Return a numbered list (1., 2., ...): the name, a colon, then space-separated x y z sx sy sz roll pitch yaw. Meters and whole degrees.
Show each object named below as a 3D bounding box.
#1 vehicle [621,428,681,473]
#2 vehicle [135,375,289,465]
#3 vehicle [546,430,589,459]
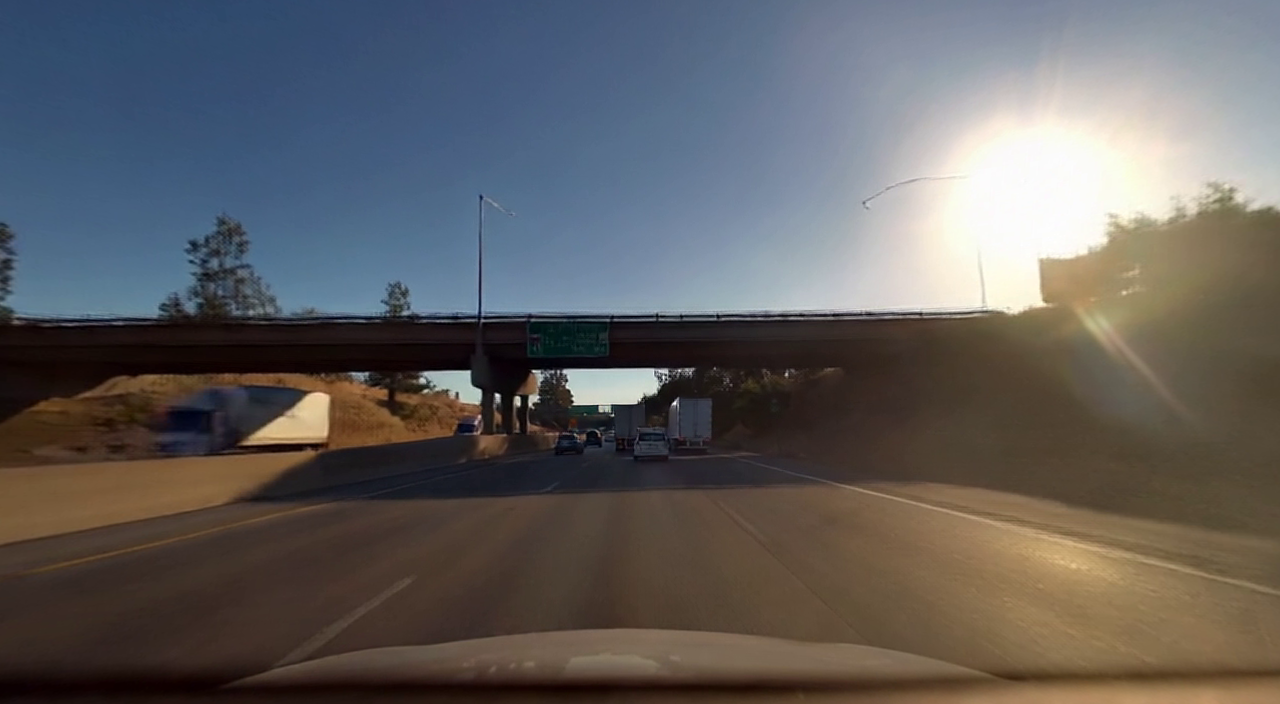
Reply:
1. vehicle: 0.328 3.635 23.535 2.059 1.522 3.693 0 -8 -2
2. vehicle: -21.260 3.501 31.902 2.992 4.070 6.649 0 -8 -1
3. vehicle: -4.066 5.293 36.133 1.979 1.527 4.754 0 -8 -1
